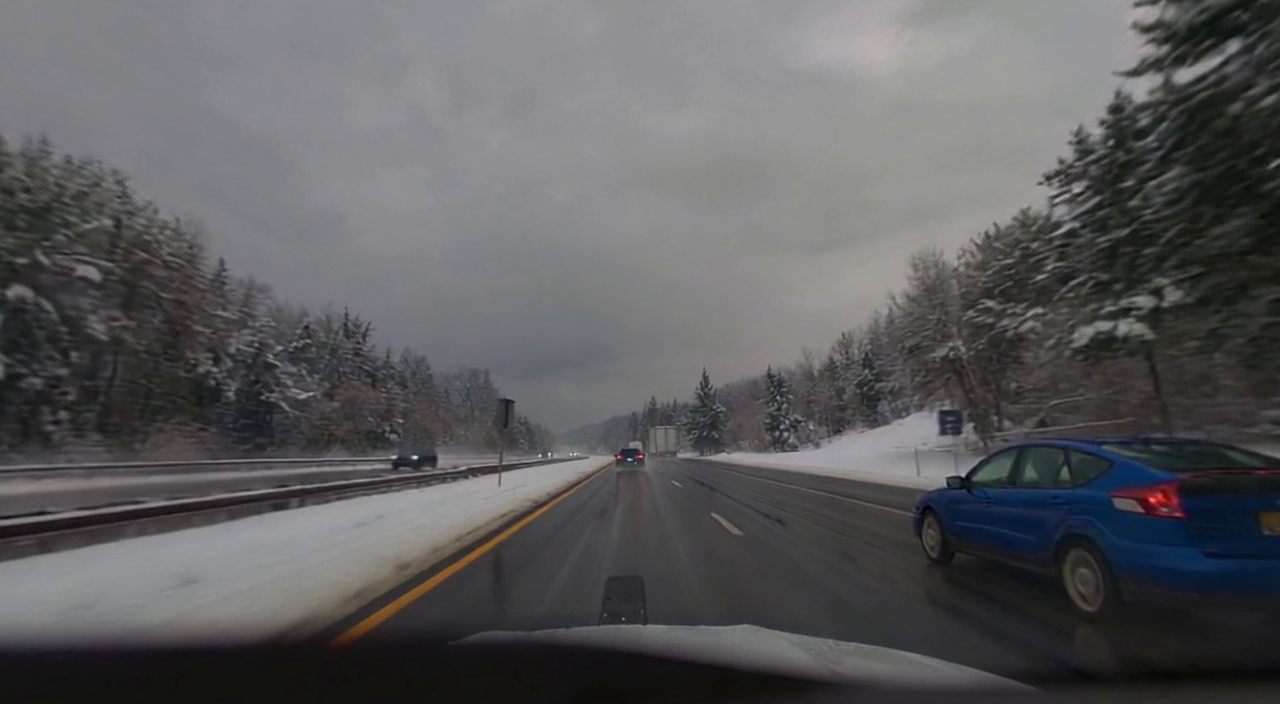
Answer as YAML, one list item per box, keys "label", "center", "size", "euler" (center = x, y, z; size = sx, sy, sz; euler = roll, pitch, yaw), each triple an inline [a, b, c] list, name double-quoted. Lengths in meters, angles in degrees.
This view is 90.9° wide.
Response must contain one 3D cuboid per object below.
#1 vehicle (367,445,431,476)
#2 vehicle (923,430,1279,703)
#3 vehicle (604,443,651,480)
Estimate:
- label: "vehicle"
  center: [-13.113, 5.921, 34.527]
  size: [1.964, 1.541, 3.928]
  euler: [0, -9, -1]
- label: "vehicle"
  center: [4.087, 1.387, 4.953]
  size: [1.917, 1.421, 3.759]
  euler: [0, -9, -1]
- label: "vehicle"
  center: [-0.634, 5.457, 31.503]
  size: [2.190, 1.706, 4.062]
  euler: [0, -9, -1]
